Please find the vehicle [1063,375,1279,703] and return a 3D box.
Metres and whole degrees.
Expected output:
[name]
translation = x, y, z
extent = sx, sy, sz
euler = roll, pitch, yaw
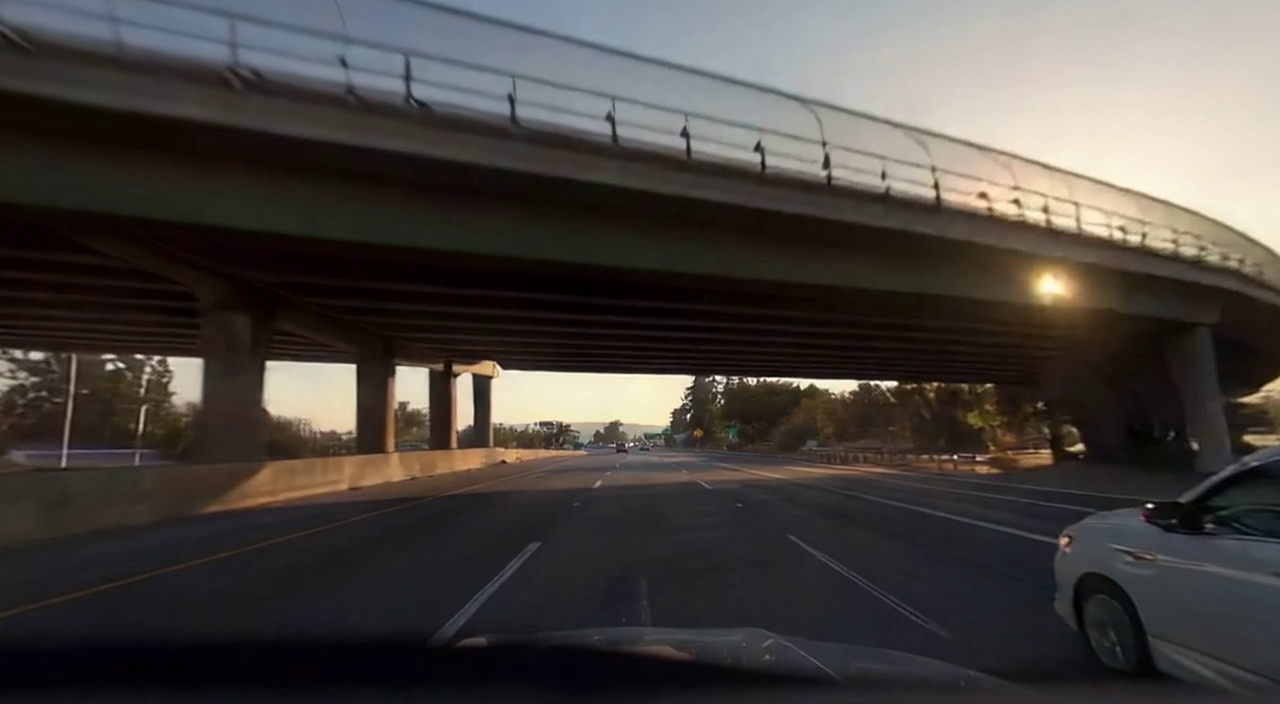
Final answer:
[vehicle]
translation = 3.788, 0.709, 1.508
extent = 2.071, 1.560, 4.983
euler = 0, -8, 0
